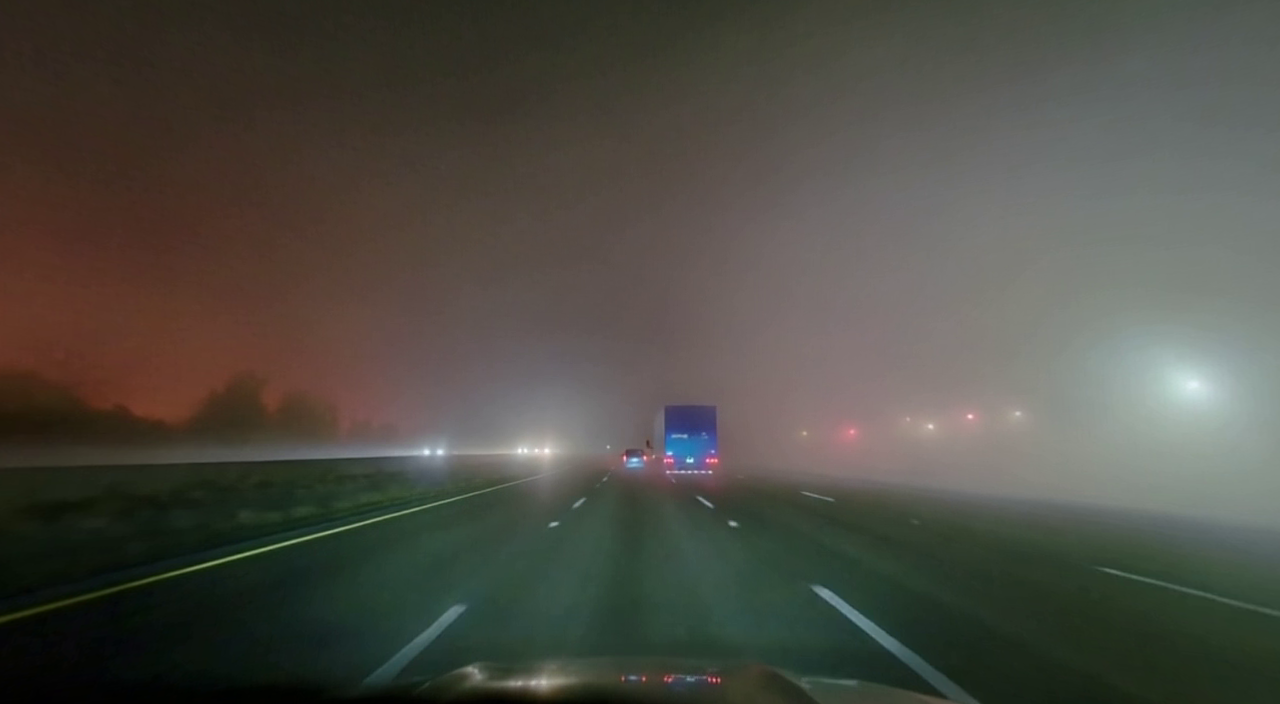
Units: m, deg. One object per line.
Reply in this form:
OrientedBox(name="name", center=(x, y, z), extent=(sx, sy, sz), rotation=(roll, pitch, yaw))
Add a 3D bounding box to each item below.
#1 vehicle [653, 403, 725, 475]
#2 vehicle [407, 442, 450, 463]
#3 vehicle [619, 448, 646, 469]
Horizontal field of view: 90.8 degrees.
OrientedBox(name="vehicle", center=(3.072, 6.366, 45.307), extent=(3.462, 4.177, 16.311), rotation=(0, -9, -1))
OrientedBox(name="vehicle", center=(-15.589, 7.446, 46.726), extent=(1.776, 1.436, 3.890), rotation=(0, -9, 1))
OrientedBox(name="vehicle", center=(-0.550, 7.672, 45.749), extent=(1.898, 1.438, 4.053), rotation=(0, -9, -1))
